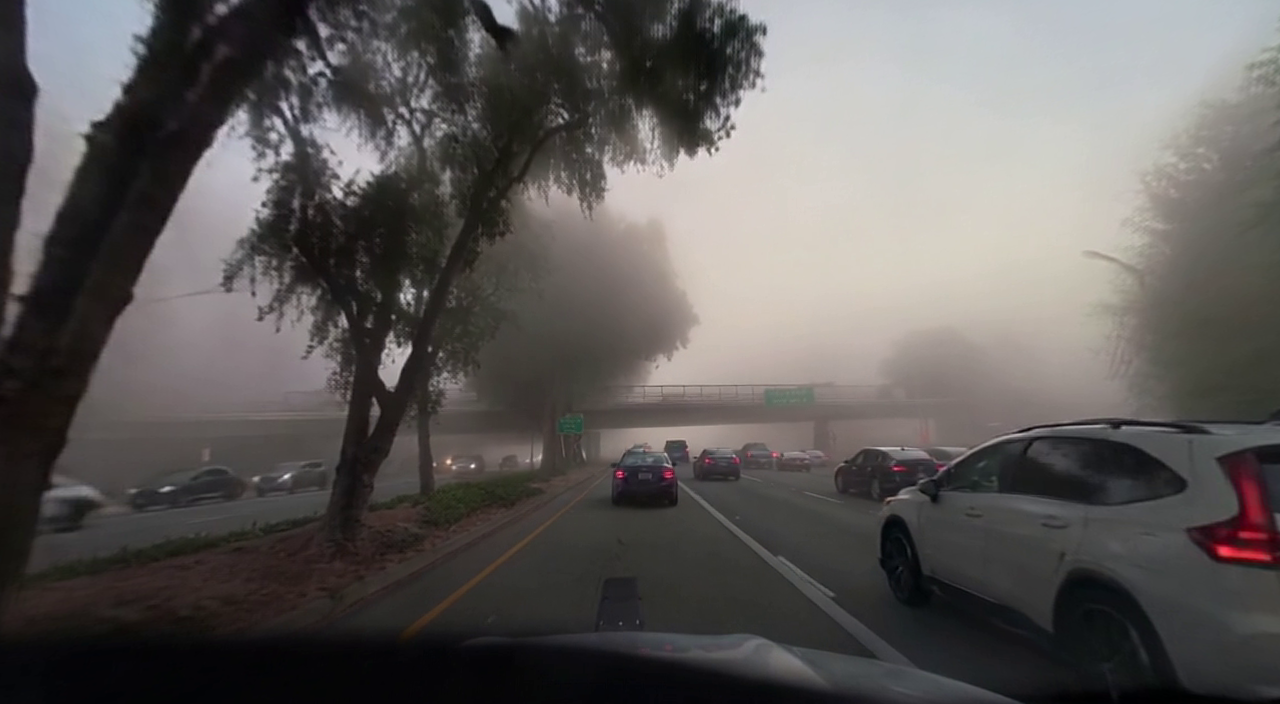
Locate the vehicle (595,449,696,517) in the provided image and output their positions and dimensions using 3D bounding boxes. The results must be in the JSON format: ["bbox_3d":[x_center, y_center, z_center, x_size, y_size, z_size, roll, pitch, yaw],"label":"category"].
[{"bbox_3d":[0.096,2.949,14.733,2.027,1.341,3.775,0,-9,-1],"label":"vehicle"}]

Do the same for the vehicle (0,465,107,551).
[{"bbox_3d":[-12.515,2.864,11.455,1.864,1.482,4.377,0,-9,0],"label":"vehicle"}]

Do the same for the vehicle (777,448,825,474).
[{"bbox_3d":[9.849,6.698,38.993,1.839,1.453,3.992,0,-9,-1],"label":"vehicle"}]

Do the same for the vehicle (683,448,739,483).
[{"bbox_3d":[3.119,5.083,28.650,1.962,1.431,4.205,0,-9,-2],"label":"vehicle"}]

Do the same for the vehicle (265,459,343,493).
[{"bbox_3d":[-19.103,7.015,36.154,1.935,1.706,4.473,0,-9,0],"label":"vehicle"}]

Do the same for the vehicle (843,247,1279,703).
[{"bbox_3d":[3.496,0.915,3.648,2.719,2.033,5.876,0,-9,0],"label":"vehicle"}]

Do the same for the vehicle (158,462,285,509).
[{"bbox_3d":[-15.849,5.041,24.237,1.891,1.511,4.280,0,-9,0],"label":"vehicle"}]
